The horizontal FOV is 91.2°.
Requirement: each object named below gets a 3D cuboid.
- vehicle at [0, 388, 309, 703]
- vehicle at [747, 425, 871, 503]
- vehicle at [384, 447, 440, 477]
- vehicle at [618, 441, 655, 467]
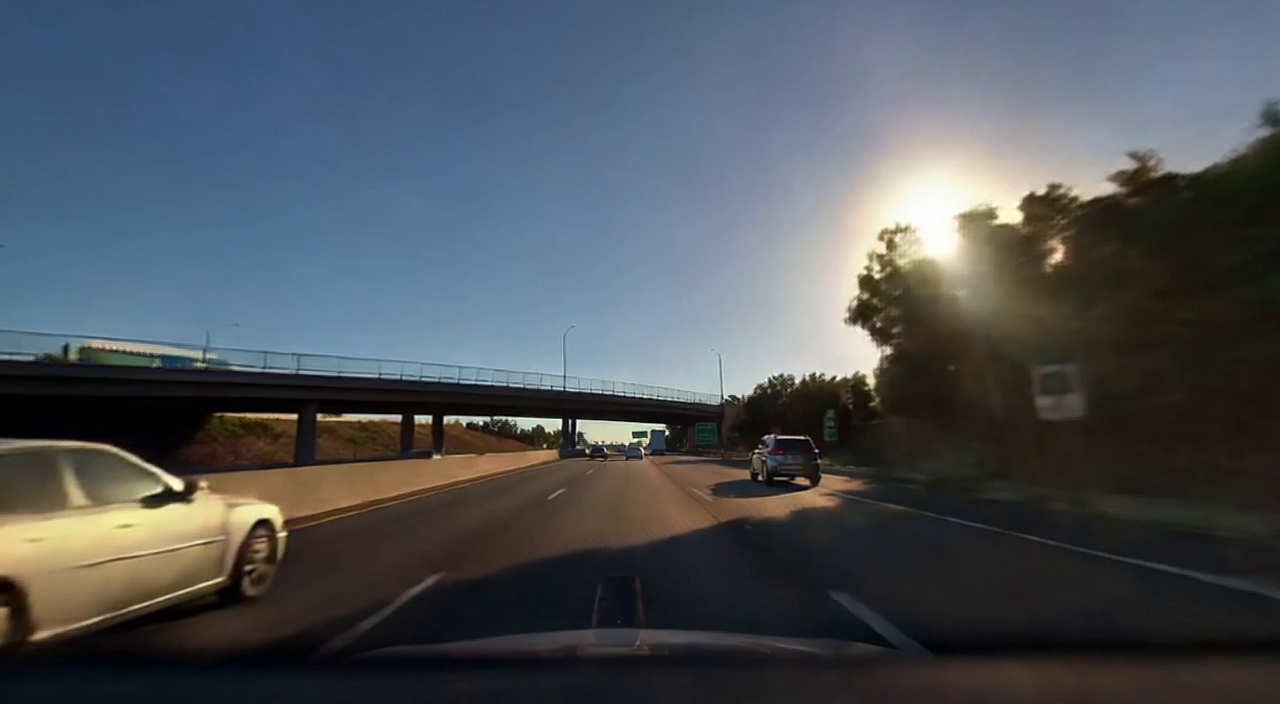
[{"bbox_3d":[-4.135,1.065,3.548,2.084,1.594,4.219,-1,-9,2],"label":"vehicle"},{"bbox_3d":[4.055,2.771,15.854,2.143,1.667,4.221,-1,-9,3],"label":"vehicle"},{"bbox_3d":[-13.003,6.296,36.018,1.975,1.574,4.341,0,-9,-5],"label":"vehicle"},{"bbox_3d":[-0.202,6.671,41.158,1.969,1.595,3.964,-1,-8,6],"label":"vehicle"}]
